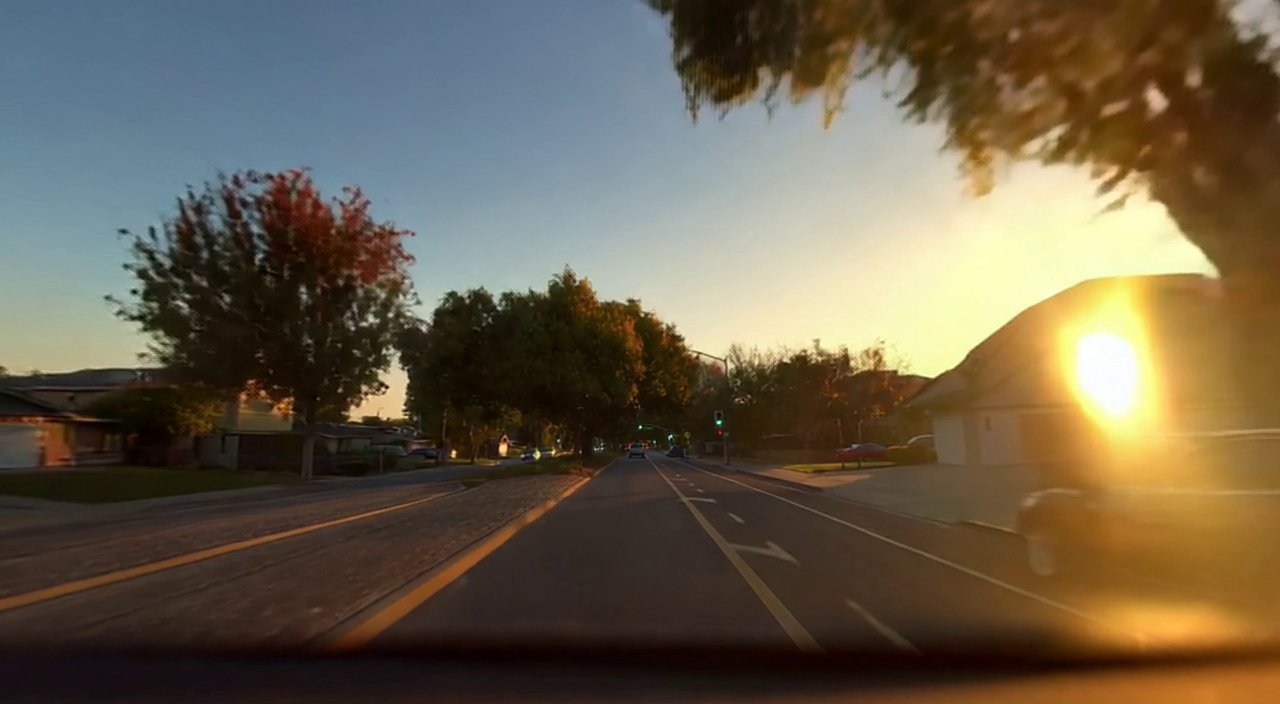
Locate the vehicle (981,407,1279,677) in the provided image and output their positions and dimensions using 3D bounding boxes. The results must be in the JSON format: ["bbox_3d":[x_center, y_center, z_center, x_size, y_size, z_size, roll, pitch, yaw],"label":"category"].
[{"bbox_3d":[4.884,1.297,4.768,1.967,1.631,4.692,0,-9,0],"label":"vehicle"}]
